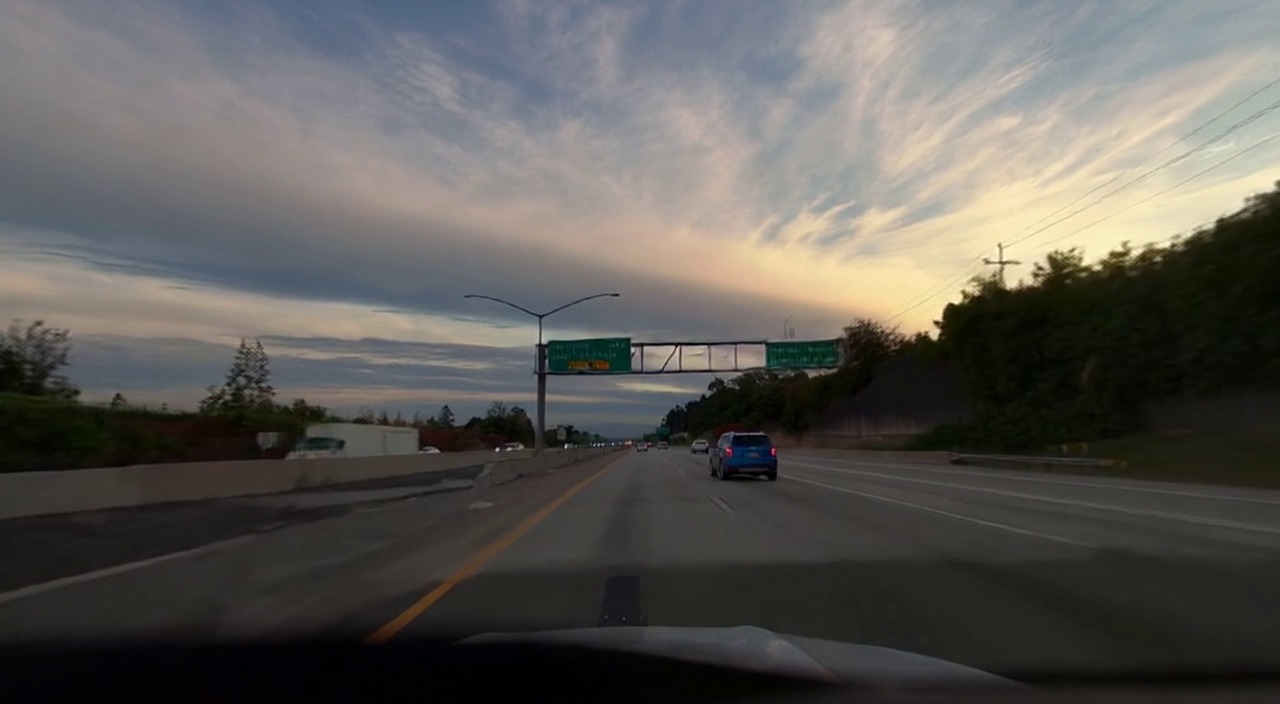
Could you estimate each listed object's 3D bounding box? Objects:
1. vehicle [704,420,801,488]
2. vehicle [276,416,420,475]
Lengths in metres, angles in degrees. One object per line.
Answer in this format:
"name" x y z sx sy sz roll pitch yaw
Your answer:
"vehicle" 3.300 3.100 19.436 2.120 1.832 4.287 0 -8 -1
"vehicle" -17.973 5.933 40.343 3.139 3.154 12.225 0 -8 1
